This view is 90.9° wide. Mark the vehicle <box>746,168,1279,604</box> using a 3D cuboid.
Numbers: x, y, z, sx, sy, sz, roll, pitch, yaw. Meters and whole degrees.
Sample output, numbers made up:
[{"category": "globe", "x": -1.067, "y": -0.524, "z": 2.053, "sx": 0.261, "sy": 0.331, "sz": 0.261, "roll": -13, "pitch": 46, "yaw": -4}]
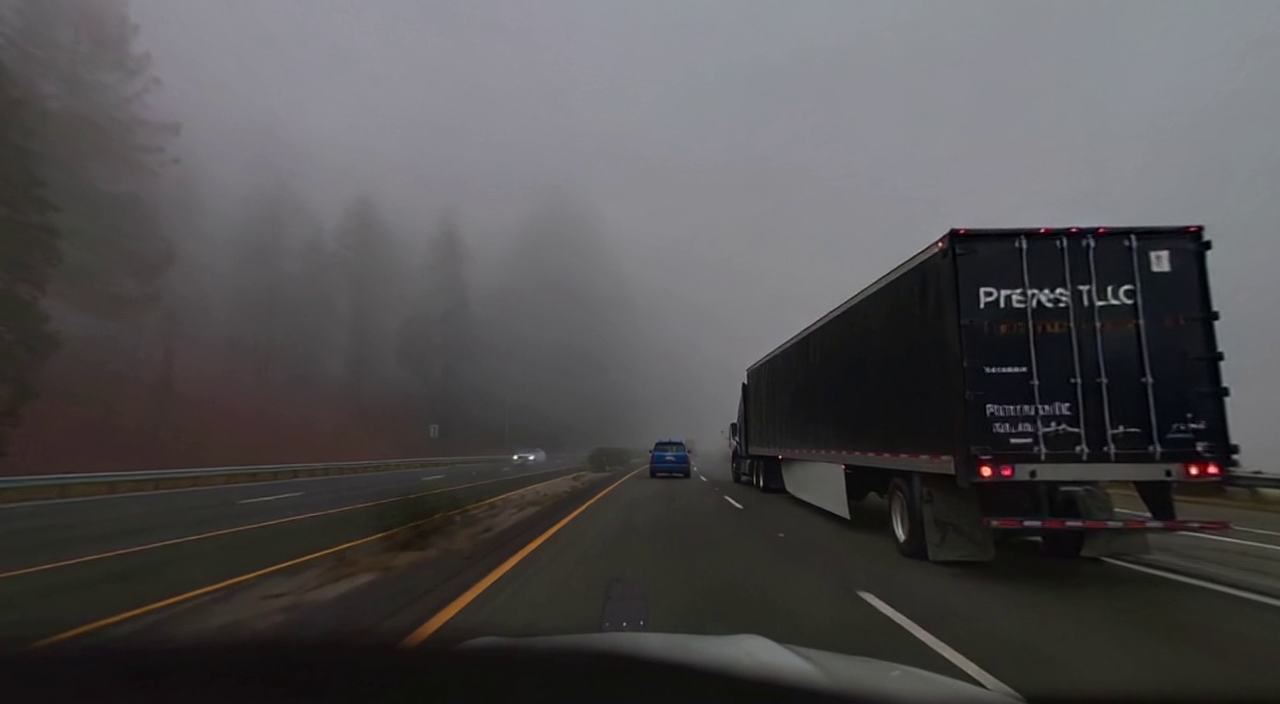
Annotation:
[{"category": "vehicle", "x": 5.048, "y": 1.422, "z": 14.260, "sx": 2.899, "sy": 4.160, "sz": 16.621, "roll": 0, "pitch": -8, "yaw": 2}]

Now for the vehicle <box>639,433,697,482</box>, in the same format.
[{"category": "vehicle", "x": 1.168, "y": 4.380, "z": 26.572, "sx": 2.222, "sy": 1.848, "sz": 4.610, "roll": 0, "pitch": -8, "yaw": 3}]
